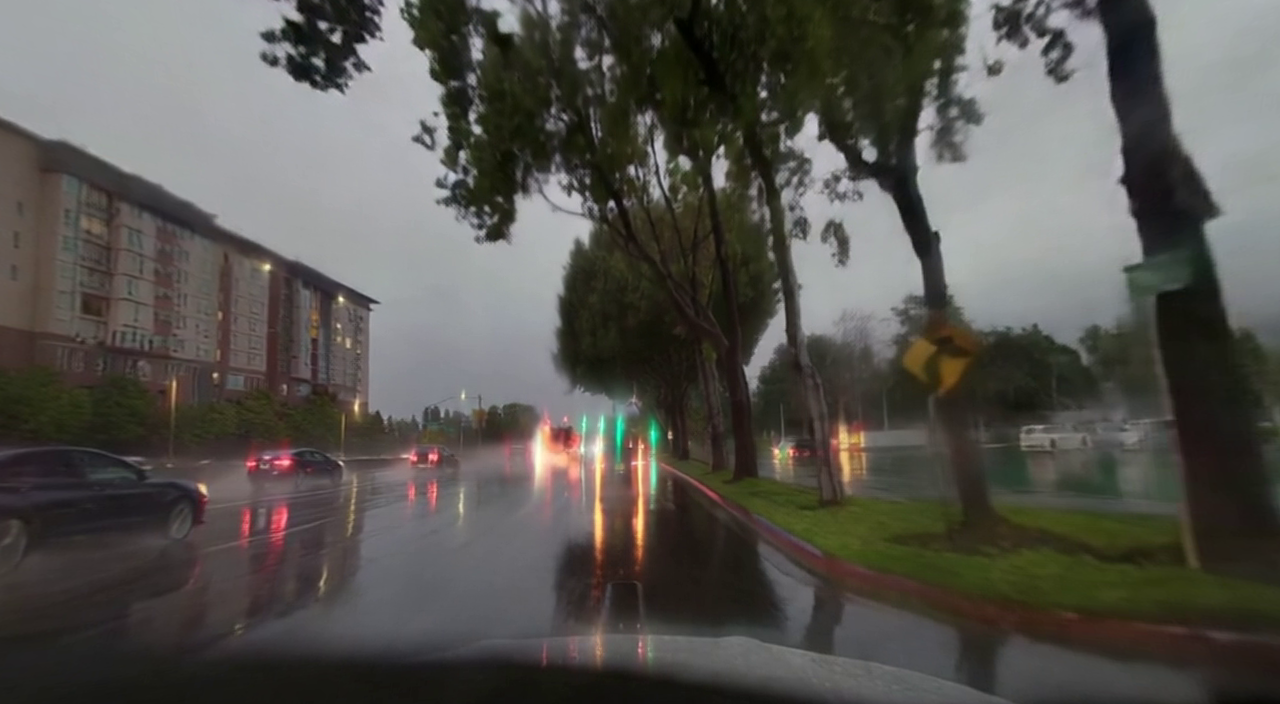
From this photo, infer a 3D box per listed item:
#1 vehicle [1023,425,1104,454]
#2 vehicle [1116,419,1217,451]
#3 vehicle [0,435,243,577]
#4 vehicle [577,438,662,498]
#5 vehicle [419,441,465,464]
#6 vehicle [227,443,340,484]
[{"bbox_3d":[24.835,5.181,37.142,3.437,1.408,1.759,-3,-9,-5],"label":"vehicle"},{"bbox_3d":[26.599,4.203,31.982,3.512,1.415,1.722,-2,-9,-4],"label":"vehicle"},{"bbox_3d":[-7.544,1.829,8.116,1.906,1.449,4.576,0,-9,0],"label":"vehicle"},{"bbox_3d":[-0.550,3.218,17.890,2.099,1.469,4.389,0,-9,-1],"label":"vehicle"},{"bbox_3d":[-15.107,7.701,48.452,2.064,1.686,4.380,0,-9,0],"label":"vehicle"},{"bbox_3d":[-14.361,4.498,25.821,2.024,1.484,4.592,1,-9,-1],"label":"vehicle"}]
